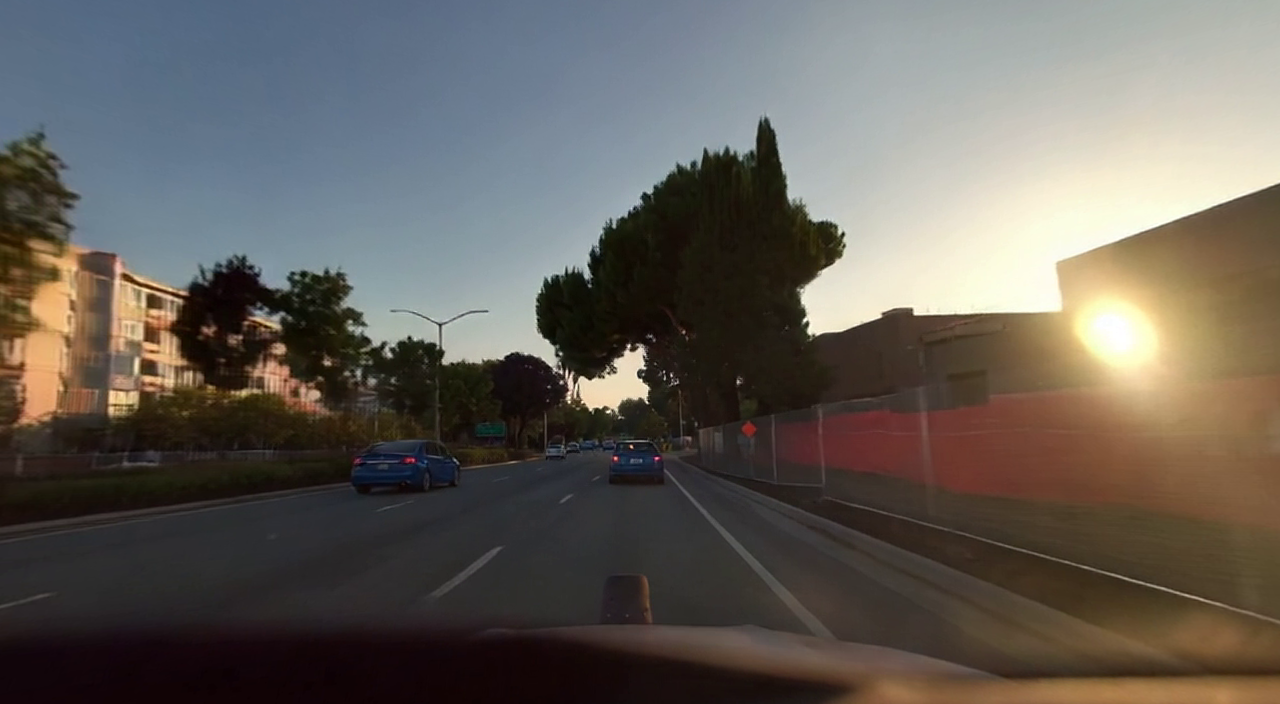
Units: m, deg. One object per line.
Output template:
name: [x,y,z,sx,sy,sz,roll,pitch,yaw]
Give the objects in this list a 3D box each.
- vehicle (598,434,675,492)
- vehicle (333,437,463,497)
vehicle: [-0.138,3.528,20.379,2.227,1.654,4.091,0,-9,-1]
vehicle: [-6.735,3.243,18.137,1.877,1.479,4.430,0,-9,1]
